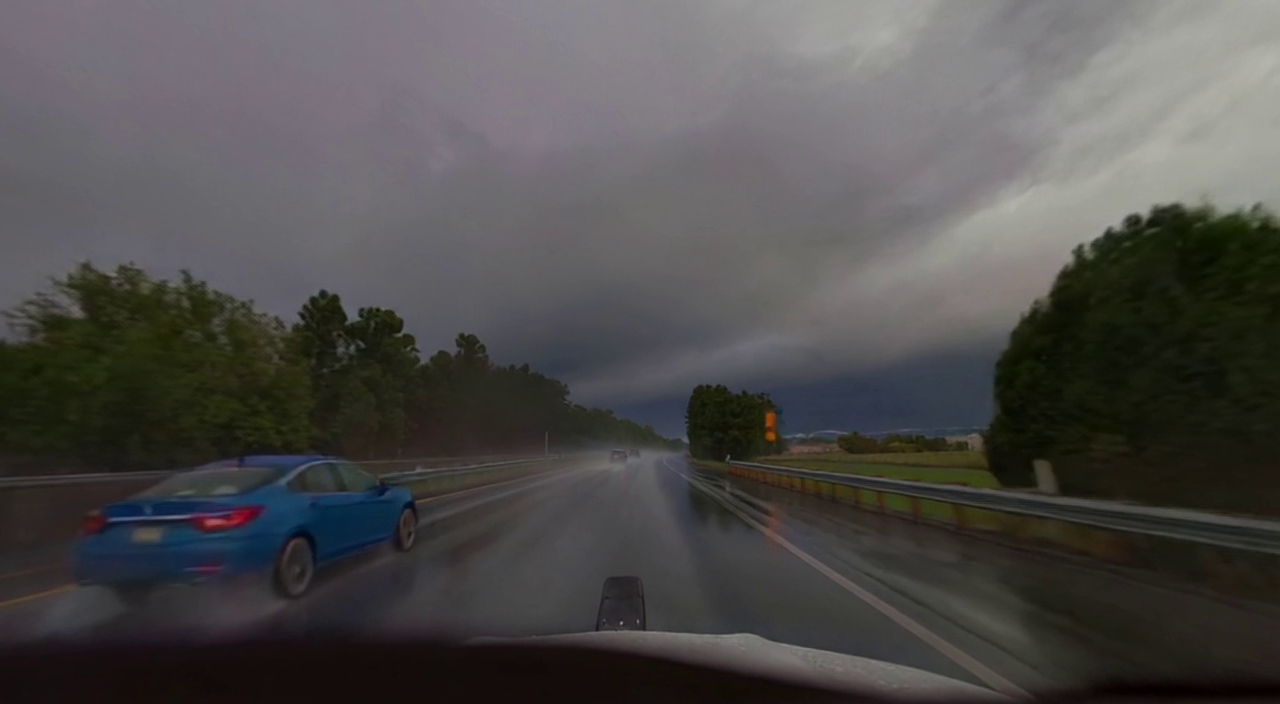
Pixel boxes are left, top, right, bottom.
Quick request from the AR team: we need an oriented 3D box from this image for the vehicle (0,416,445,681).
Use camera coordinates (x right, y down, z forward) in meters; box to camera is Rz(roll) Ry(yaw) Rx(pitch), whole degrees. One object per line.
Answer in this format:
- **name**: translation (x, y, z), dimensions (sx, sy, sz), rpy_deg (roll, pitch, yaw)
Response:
- **vehicle**: translation (-3.543, 1.501, 5.909), dimensions (2.088, 1.586, 4.000), rpy_deg (0, -9, 1)

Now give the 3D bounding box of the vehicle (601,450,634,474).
- **vehicle**: translation (-1.409, 7.259, 41.895), dimensions (1.917, 1.450, 3.997), rpy_deg (0, -9, 2)
